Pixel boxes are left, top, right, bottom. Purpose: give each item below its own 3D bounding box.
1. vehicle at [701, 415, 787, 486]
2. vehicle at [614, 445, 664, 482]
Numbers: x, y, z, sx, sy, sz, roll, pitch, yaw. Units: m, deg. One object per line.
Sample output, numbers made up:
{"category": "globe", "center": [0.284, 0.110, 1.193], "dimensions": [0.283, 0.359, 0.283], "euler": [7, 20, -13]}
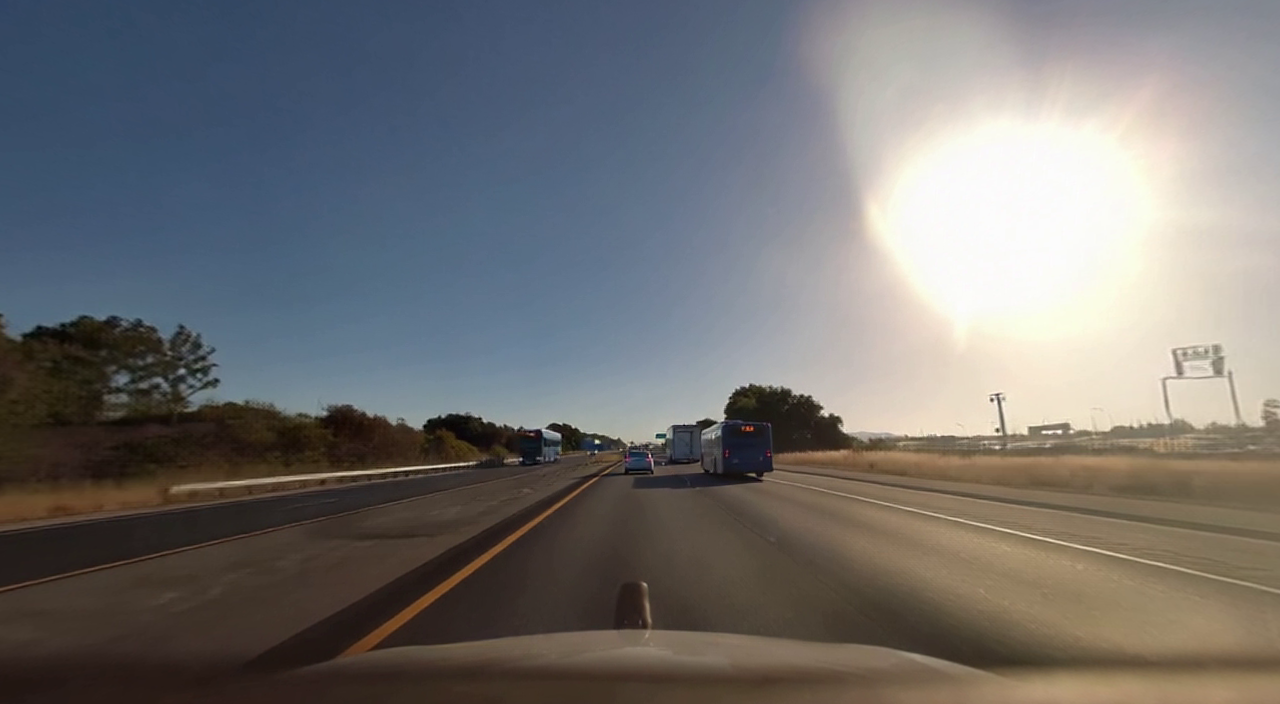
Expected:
{"category": "vehicle", "center": [4.065, 4.038, 25.943], "dimensions": [2.440, 2.555, 5.957], "euler": [0, -9, -1]}
{"category": "vehicle", "center": [-0.085, 4.773, 27.177], "dimensions": [2.004, 1.449, 3.817], "euler": [0, -9, -1]}
